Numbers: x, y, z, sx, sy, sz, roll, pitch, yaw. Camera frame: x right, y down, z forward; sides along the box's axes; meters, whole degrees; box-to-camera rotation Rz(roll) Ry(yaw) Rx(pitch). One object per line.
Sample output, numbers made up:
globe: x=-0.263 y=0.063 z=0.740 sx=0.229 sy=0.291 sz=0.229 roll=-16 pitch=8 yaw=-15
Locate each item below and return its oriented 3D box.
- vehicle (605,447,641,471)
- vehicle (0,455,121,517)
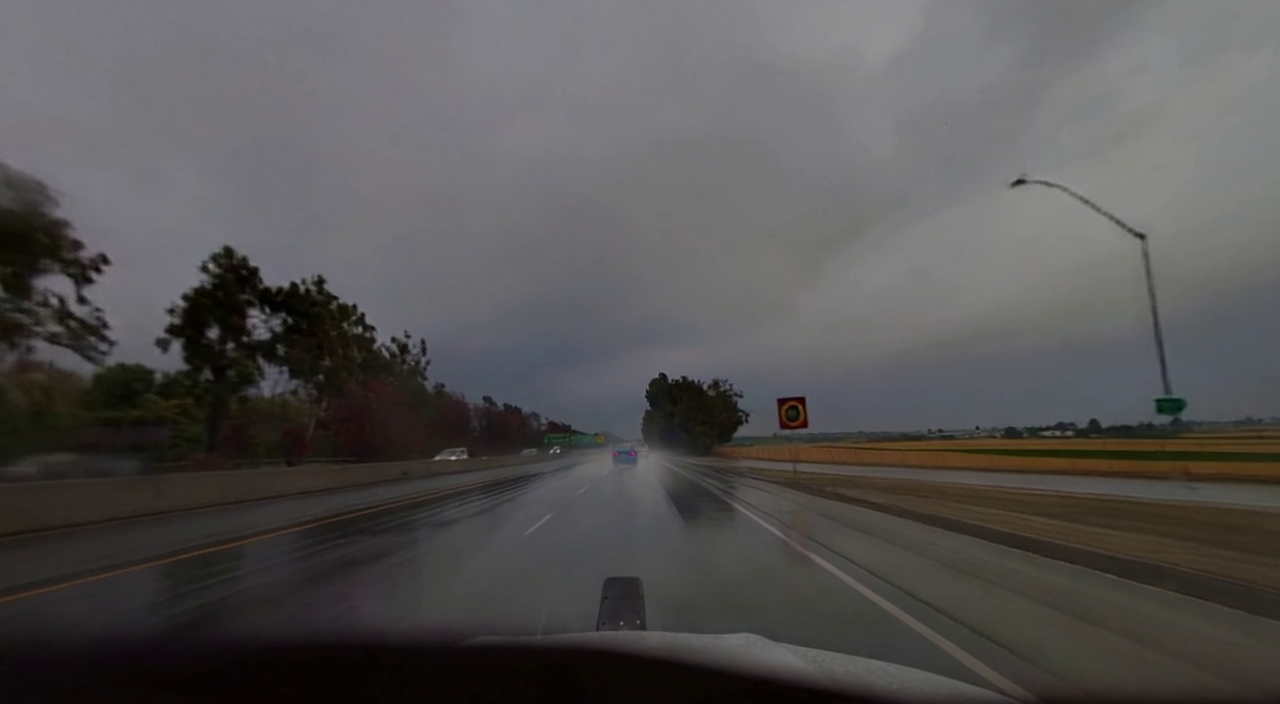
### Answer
vehicle: x=-1.061 y=6.979 z=41.299 sx=2.170 sy=1.451 sz=4.584 roll=0 pitch=-9 yaw=1
vehicle: x=-16.431 y=3.448 z=16.532 sx=2.007 sy=1.444 sz=4.190 roll=0 pitch=-9 yaw=1
